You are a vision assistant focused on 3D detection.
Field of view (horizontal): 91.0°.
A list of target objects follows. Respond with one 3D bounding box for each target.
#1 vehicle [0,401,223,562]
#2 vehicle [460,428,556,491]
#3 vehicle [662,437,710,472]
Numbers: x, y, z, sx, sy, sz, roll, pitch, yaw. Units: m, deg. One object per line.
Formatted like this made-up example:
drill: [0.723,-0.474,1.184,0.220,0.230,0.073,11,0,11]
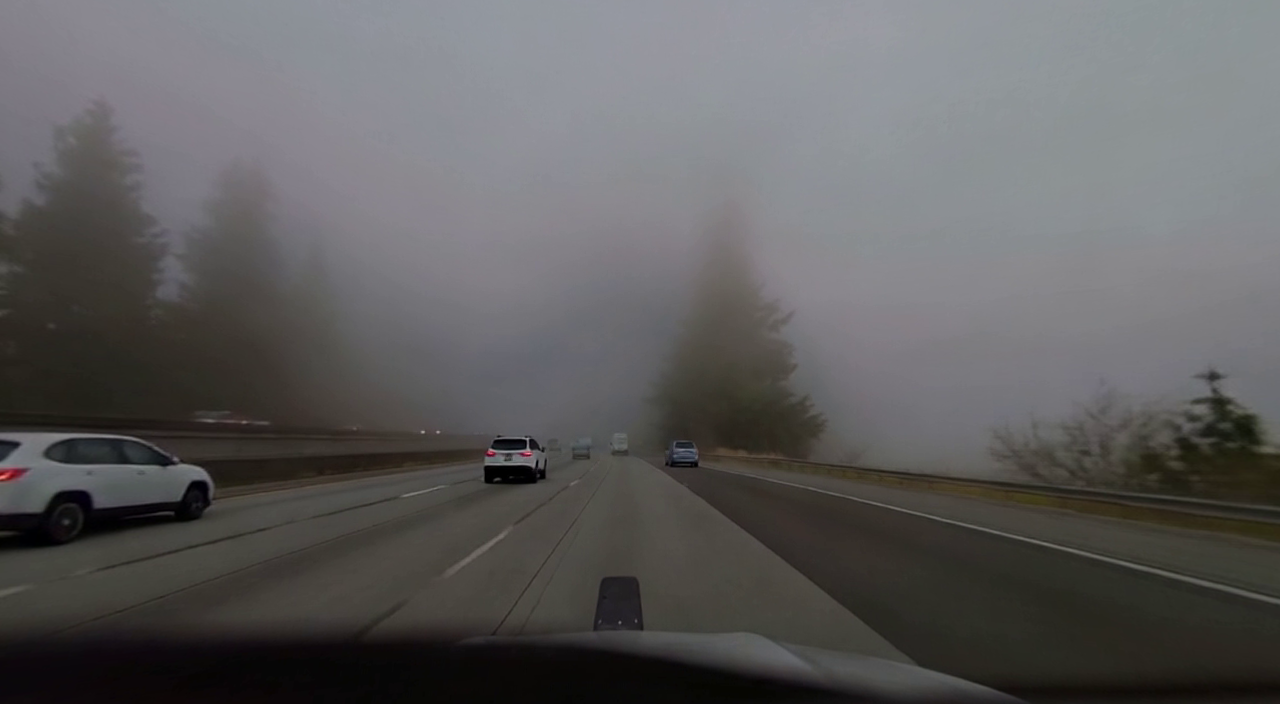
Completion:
vehicle: [-7.987,1.574,7.977,2.237,1.703,4.681,0,-9,-1]
vehicle: [-3.847,3.212,19.127,2.002,1.680,4.301,0,-9,0]
vehicle: [2.362,5.407,33.320,2.053,1.698,4.097,1,-9,-3]
